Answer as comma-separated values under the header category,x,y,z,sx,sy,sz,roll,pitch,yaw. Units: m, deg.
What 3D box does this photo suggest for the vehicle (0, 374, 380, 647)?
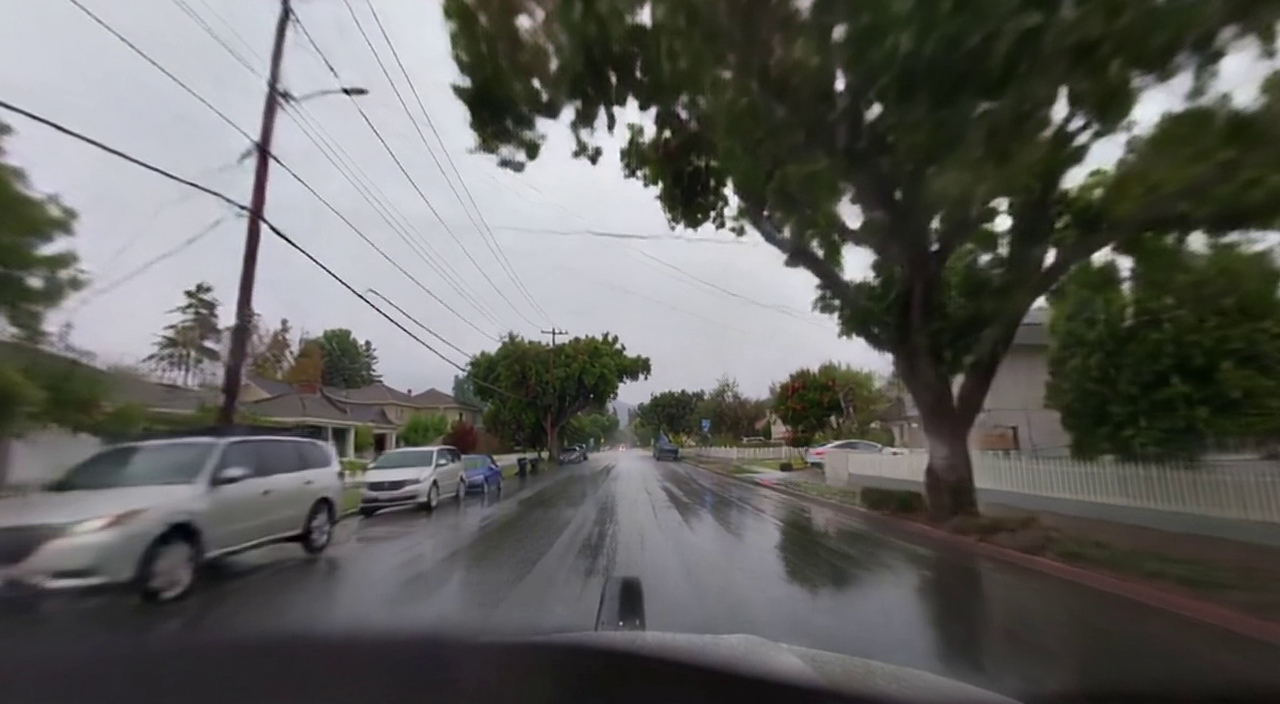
category,x,y,z,sx,sy,sz,roll,pitch,yaw
vehicle,-5.585,1.686,7.679,2.411,1.979,5.915,-5,-8,-1

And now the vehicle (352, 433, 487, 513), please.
category,x,y,z,sx,sy,sz,roll,pitch,yaw
vehicle,-5.956,3.305,17.856,2.015,1.766,5.450,-3,-8,-2
